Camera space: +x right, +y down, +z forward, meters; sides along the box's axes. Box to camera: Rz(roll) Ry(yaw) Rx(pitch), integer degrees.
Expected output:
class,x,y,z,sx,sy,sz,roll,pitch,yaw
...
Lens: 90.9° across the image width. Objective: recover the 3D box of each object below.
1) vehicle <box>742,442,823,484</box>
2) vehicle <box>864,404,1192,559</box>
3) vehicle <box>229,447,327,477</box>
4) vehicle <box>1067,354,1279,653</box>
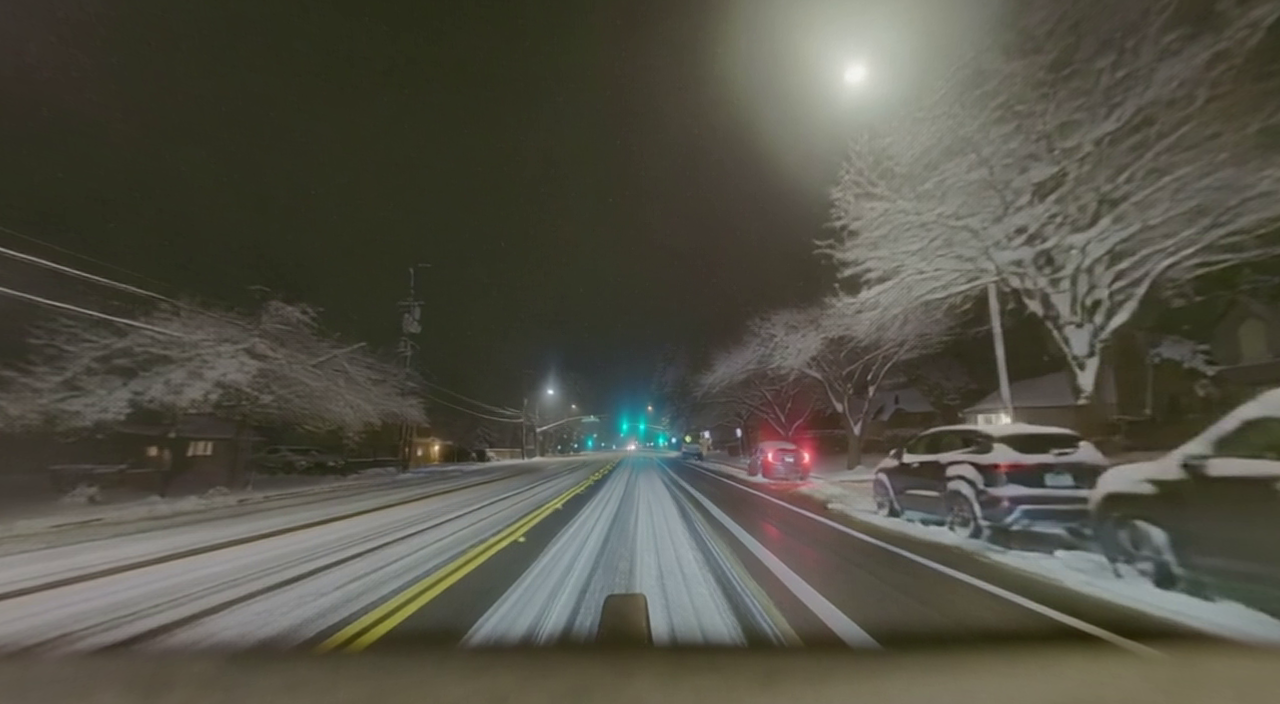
class,x,y,z,sx,sy,sz,roll,pitch,yaw
vehicle,5.376,4.230,24.358,1.935,1.453,4.488,0,-9,-2
vehicle,5.236,1.812,9.499,2.047,1.752,4.538,0,-9,1
vehicle,-21.800,6.624,38.106,4.610,1.721,2.019,0,-9,-2
vehicle,4.977,0.848,3.345,2.160,1.800,4.646,0,-9,1
